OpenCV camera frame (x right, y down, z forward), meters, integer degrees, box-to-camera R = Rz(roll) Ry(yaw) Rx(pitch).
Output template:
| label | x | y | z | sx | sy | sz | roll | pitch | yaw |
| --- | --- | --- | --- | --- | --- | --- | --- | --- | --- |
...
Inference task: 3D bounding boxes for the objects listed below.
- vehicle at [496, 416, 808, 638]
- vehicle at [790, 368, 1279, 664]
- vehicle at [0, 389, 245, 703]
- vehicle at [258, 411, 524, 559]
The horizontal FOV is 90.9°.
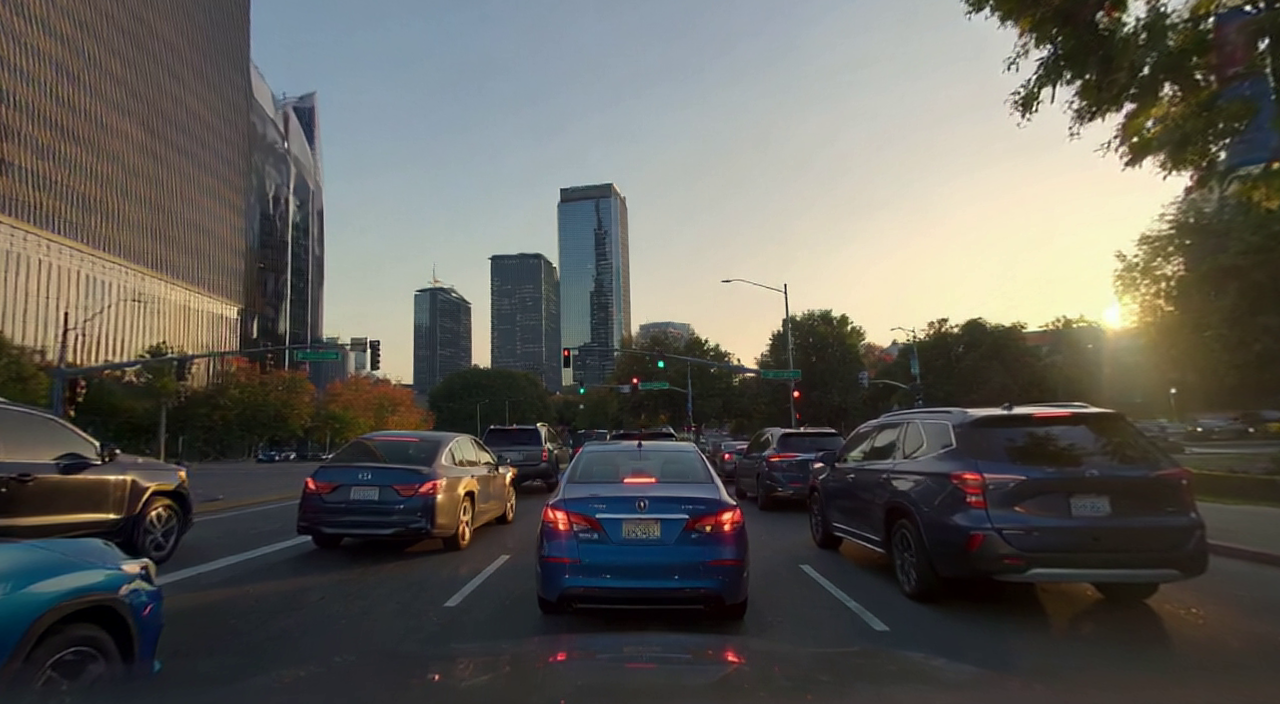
| label | x | y | z | sx | sy | sz | roll | pitch | yaw |
| --- | --- | --- | --- | --- | --- | --- | --- | --- | --- |
| vehicle | 0.081 | 1.506 | 6.391 | 2.147 | 1.507 | 3.953 | 0 | -8 | 0 |
| vehicle | 3.073 | 1.311 | 6.075 | 2.108 | 1.785 | 4.334 | 0 | -9 | -1 |
| vehicle | -3.398 | 0.747 | 1.240 | 2.144 | 1.505 | 4.635 | -1 | -9 | 1 |
| vehicle | -3.366 | 1.914 | 9.788 | 2.168 | 1.719 | 4.561 | -1 | -9 | 1 |
